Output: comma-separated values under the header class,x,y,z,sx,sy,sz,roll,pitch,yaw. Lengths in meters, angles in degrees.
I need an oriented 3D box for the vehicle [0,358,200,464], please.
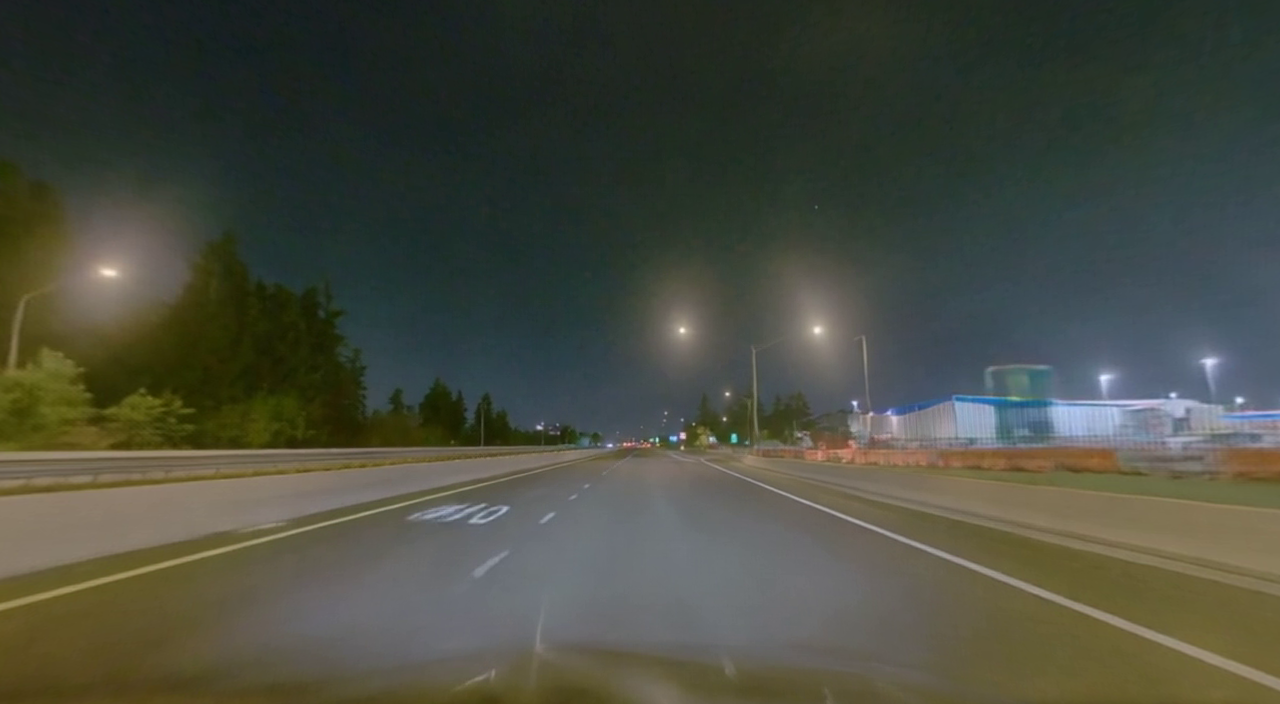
class,x,y,z,sx,sy,sz,roll,pitch,yaw
vehicle,-24.668,2.438,24.865,2.859,3.828,16.484,0,-9,-1
